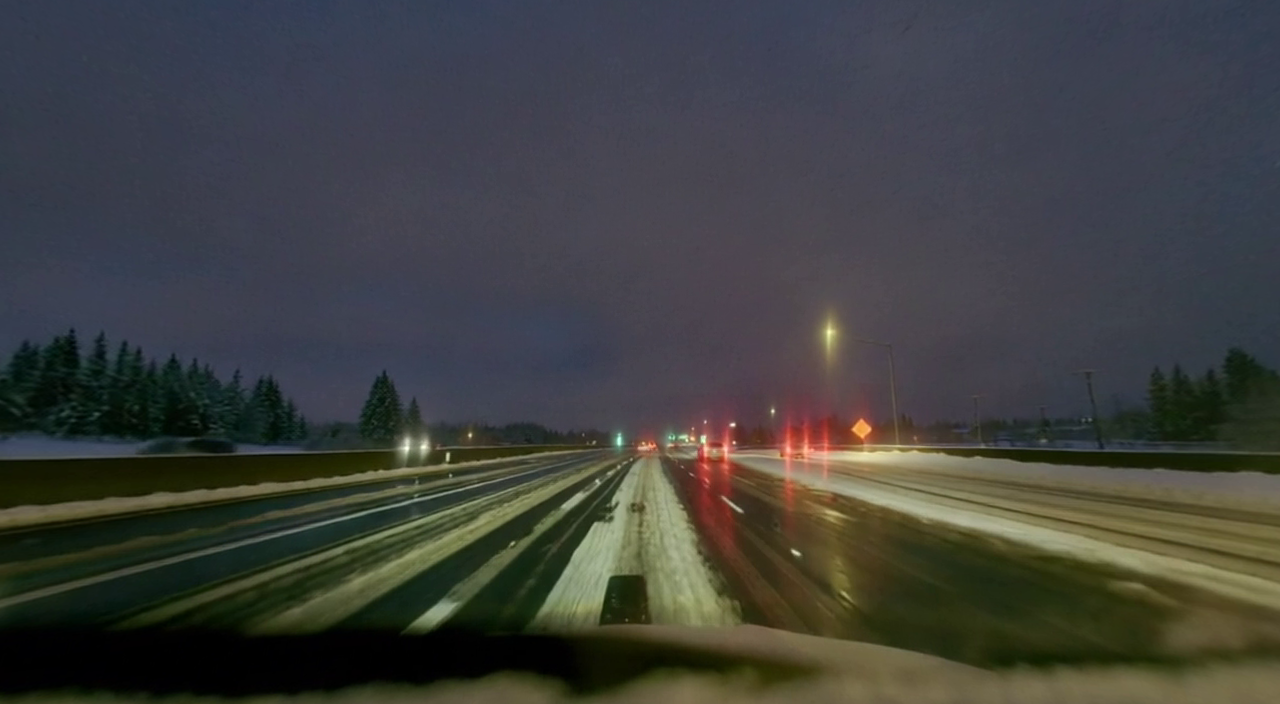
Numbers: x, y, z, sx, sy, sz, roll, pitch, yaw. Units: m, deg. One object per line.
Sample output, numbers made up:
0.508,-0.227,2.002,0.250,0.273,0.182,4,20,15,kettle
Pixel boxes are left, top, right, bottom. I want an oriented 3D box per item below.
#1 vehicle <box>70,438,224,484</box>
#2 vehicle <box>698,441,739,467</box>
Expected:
-17.539,3.883,22.740,2.170,1.482,4.085,0,-8,1,vehicle
4.718,6.177,38.460,1.912,1.478,4.125,0,-8,0,vehicle
